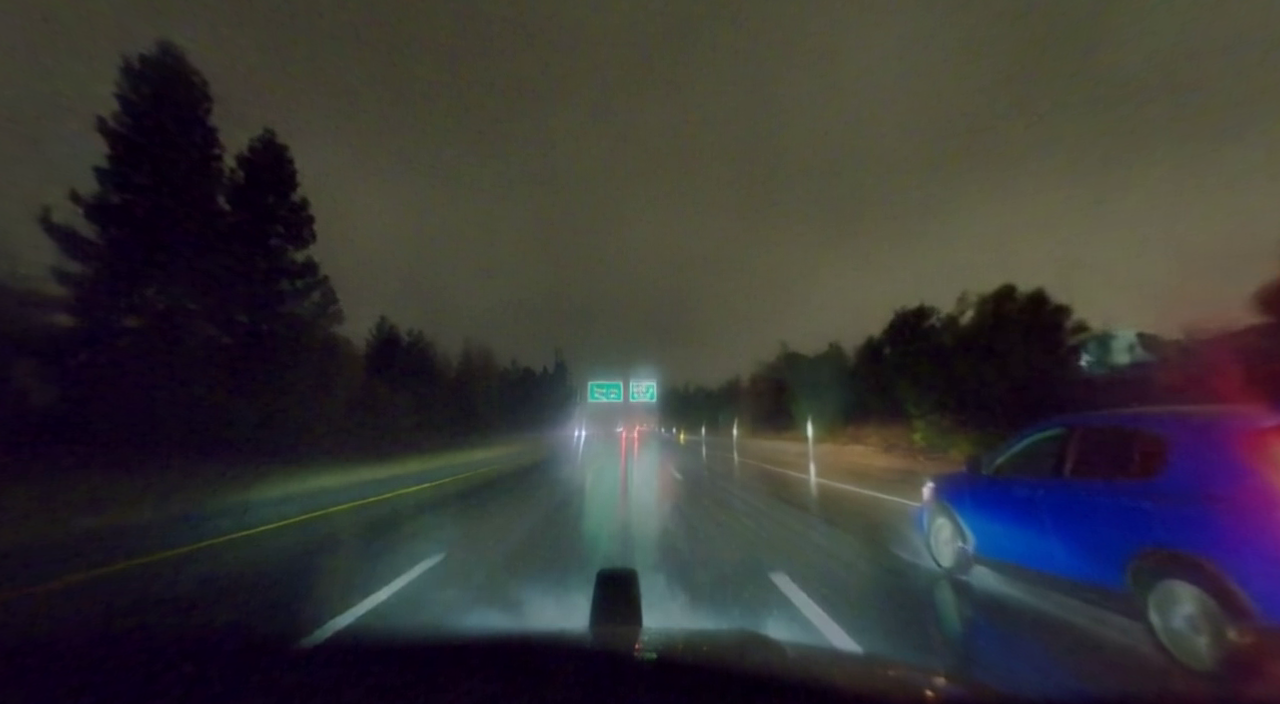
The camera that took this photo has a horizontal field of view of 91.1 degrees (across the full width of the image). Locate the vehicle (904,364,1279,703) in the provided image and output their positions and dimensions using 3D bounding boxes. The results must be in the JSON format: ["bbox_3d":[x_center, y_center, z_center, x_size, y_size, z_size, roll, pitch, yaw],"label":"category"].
[{"bbox_3d":[3.442,1.011,3.723,1.973,1.563,3.959,0,-8,-1],"label":"vehicle"}]
